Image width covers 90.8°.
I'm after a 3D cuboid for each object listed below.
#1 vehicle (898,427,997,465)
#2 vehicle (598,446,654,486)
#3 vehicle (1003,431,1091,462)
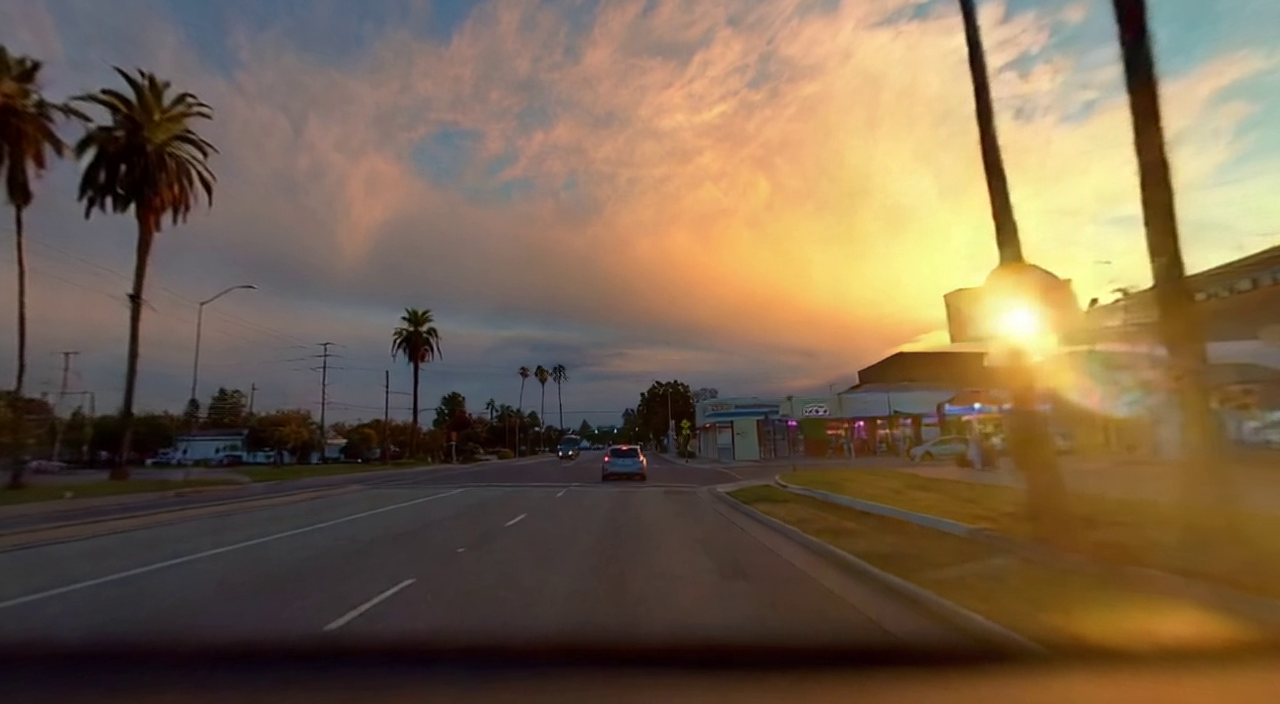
[{"bbox_3d":[18.536,5.700,38.244,4.747,2.178,2.336,1,-9,-2],"label":"vehicle"},{"bbox_3d":[-0.545,4.535,25.403,2.076,1.486,4.119,0,-9,-1],"label":"vehicle"},{"bbox_3d":[24.674,5.774,38.417,4.025,1.827,1.852,1,-9,-2],"label":"vehicle"}]
